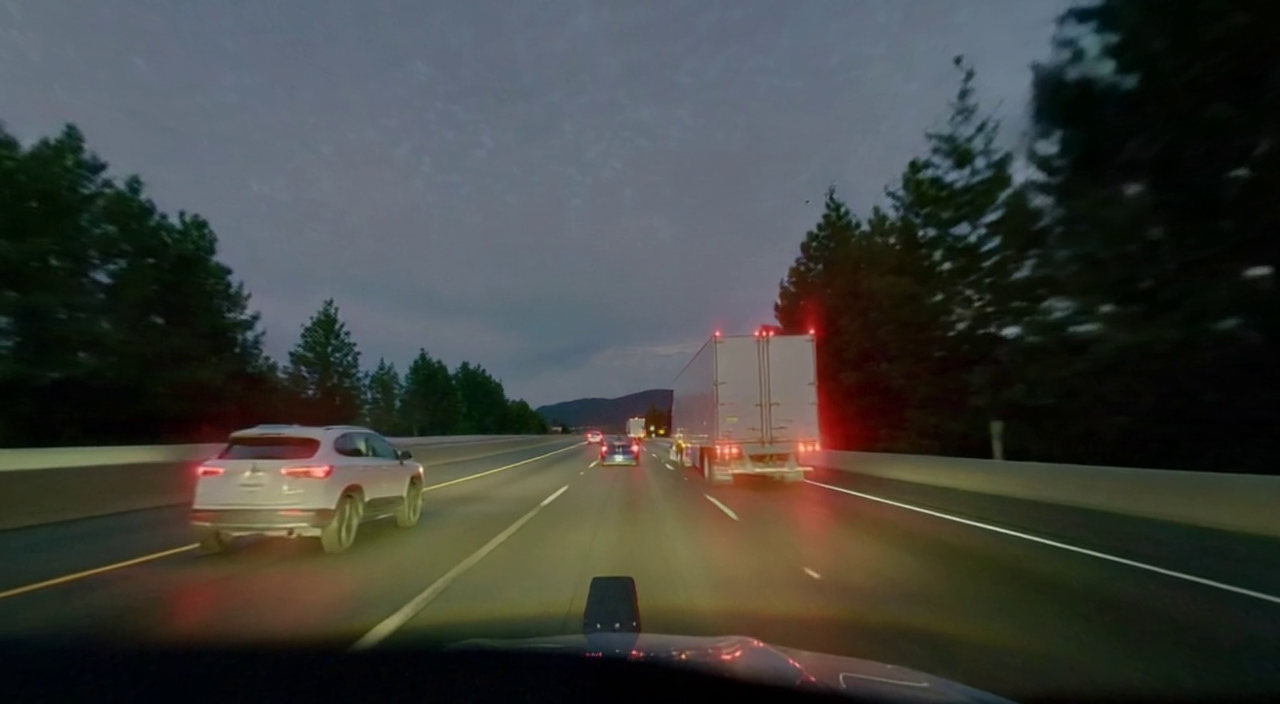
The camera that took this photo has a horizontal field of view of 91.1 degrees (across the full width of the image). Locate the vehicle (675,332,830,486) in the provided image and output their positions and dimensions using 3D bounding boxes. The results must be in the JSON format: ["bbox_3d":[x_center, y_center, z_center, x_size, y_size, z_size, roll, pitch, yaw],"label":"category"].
[{"bbox_3d":[3.402,2.515,24.101,2.946,4.111,14.652,0,-8,-1],"label":"vehicle"}]

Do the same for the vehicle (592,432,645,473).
[{"bbox_3d":[-0.874,4.184,26.414,2.048,1.563,4.087,0,-8,-1],"label":"vehicle"}]

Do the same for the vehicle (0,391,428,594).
[{"bbox_3d":[-4.542,1.519,7.705,2.264,1.699,4.648,0,-8,0],"label":"vehicle"}]
